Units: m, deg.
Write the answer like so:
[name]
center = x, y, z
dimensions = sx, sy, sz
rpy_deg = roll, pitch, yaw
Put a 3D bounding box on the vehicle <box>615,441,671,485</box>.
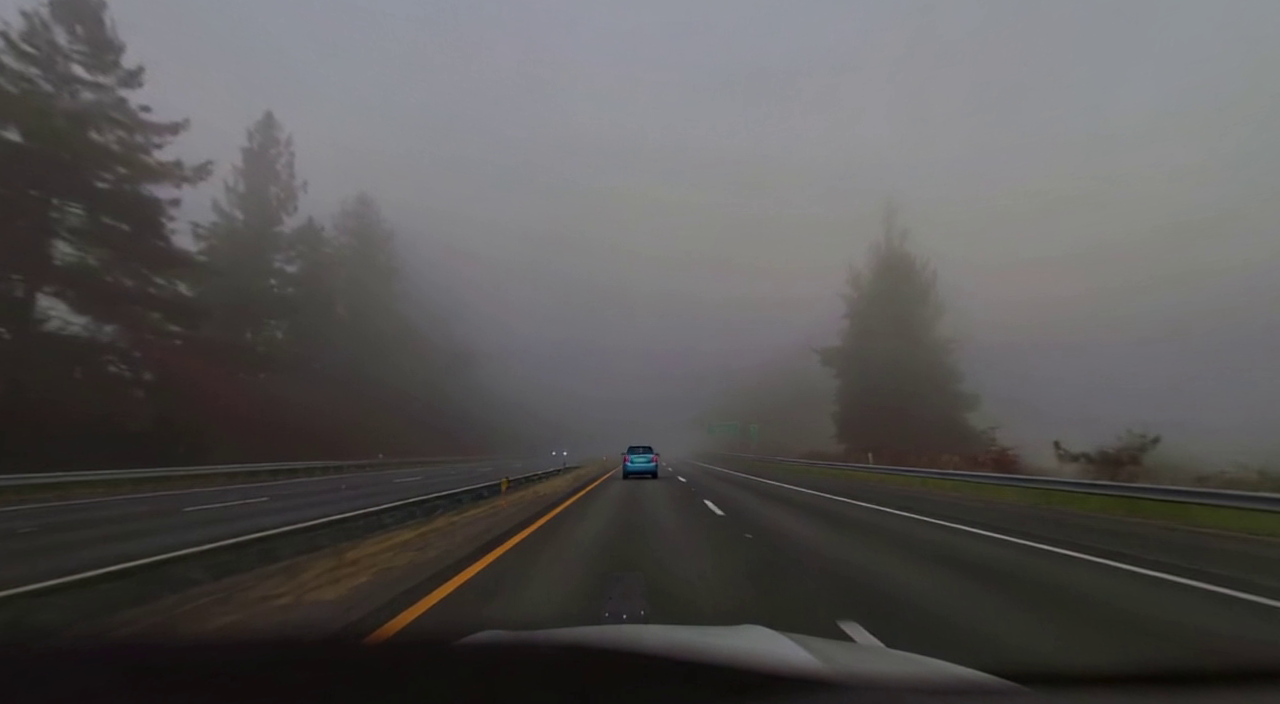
[vehicle]
center = 0.147, 4.680, 26.825
dimensions = 2.190, 1.706, 4.062
rpy_deg = 0, -9, 1
